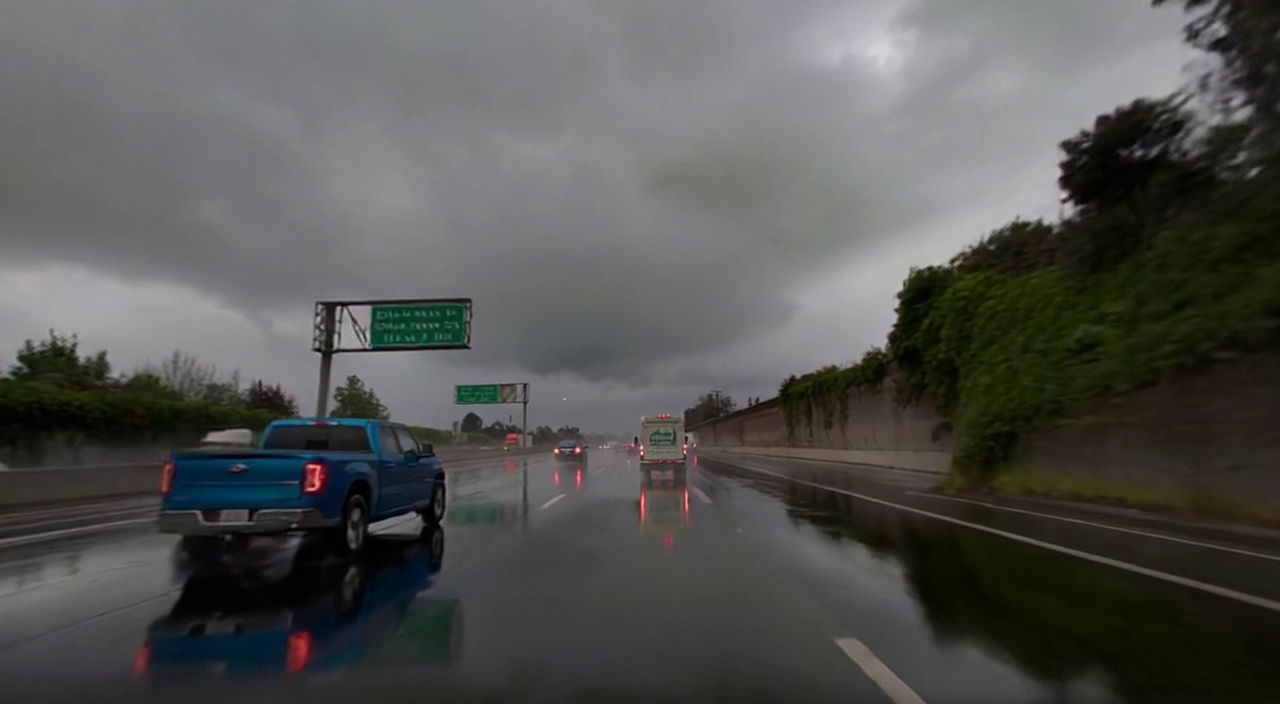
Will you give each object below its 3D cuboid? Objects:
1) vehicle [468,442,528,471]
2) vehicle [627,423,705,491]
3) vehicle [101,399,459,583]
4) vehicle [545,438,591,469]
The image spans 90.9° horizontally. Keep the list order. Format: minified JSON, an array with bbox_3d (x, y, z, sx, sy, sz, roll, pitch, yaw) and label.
[{"bbox_3d":[-7.588,5.613,34.124,2.081,1.463,4.749,0,-8,1],"label":"vehicle"},{"bbox_3d":[0.680,3.174,19.316,2.083,1.792,4.782,0,-8,-1],"label":"vehicle"},{"bbox_3d":[-4.300,1.753,8.870,1.954,1.792,5.187,0,-8,0],"label":"vehicle"},{"bbox_3d":[-3.973,5.687,35.586,1.961,1.591,4.756,0,-8,1],"label":"vehicle"}]
